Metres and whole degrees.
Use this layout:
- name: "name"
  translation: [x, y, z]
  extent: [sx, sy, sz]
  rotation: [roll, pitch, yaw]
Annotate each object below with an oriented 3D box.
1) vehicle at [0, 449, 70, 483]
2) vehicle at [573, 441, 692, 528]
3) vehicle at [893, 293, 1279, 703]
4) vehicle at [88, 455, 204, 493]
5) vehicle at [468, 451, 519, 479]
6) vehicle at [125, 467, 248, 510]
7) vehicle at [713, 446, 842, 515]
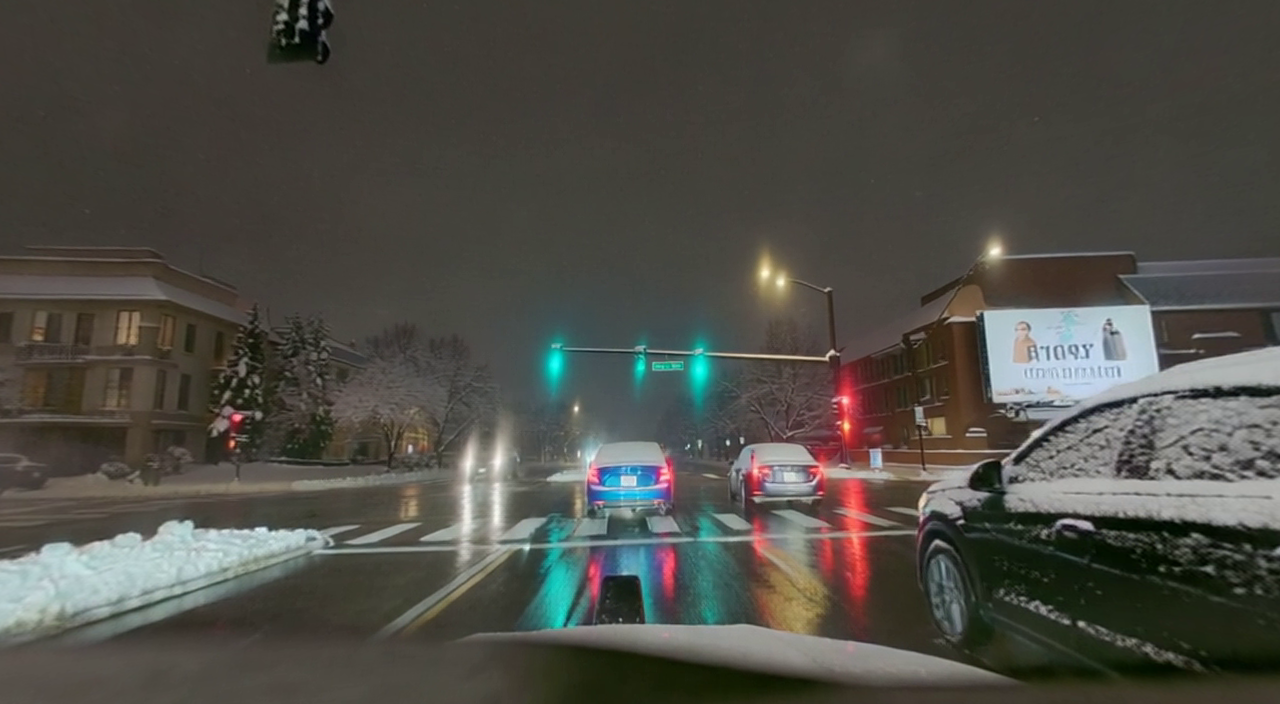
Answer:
- name: "vehicle"
  translation: [-35.724, 6.416, 35.632]
  extent: [2.145, 1.797, 5.198]
  rotation: [-1, -8, 2]
- name: "vehicle"
  translation: [-0.180, 2.617, 13.103]
  extent: [2.095, 1.502, 3.873]
  rotation: [0, -8, -1]
- name: "vehicle"
  translation: [2.981, 0.812, 2.559]
  extent: [2.047, 1.785, 4.357]
  rotation: [0, -8, 0]
- name: "vehicle"
  translation: [-27.607, 6.806, 35.604]
  extent: [2.300, 1.932, 5.056]
  rotation: [0, -9, 2]
- name: "vehicle"
  translation: [-8.632, 6.678, 37.691]
  extent: [1.879, 1.510, 4.619]
  rotation: [0, -8, 1]
- name: "vehicle"
  translation: [-19.173, 5.749, 26.987]
  extent: [1.942, 1.453, 4.448]
  rotation: [0, -8, 0]
- name: "vehicle"
  translation: [3.133, 3.008, 15.466]
  extent: [2.009, 1.414, 4.416]
  rotation: [0, -8, -2]
